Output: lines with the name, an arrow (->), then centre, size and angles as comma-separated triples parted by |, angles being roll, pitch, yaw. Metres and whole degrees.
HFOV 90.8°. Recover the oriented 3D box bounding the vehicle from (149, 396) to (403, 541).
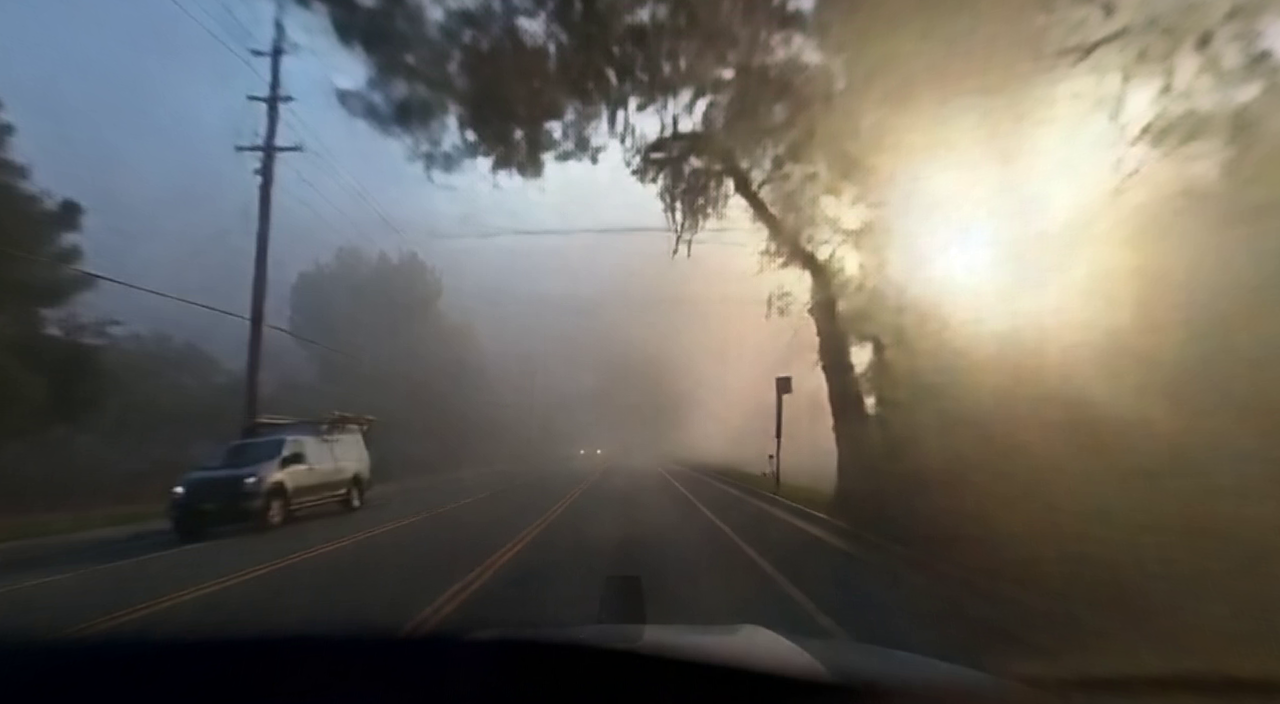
vehicle -> -8.102, 2.616, 15.152 | 2.351, 2.696, 6.106 | -1, -8, 1
